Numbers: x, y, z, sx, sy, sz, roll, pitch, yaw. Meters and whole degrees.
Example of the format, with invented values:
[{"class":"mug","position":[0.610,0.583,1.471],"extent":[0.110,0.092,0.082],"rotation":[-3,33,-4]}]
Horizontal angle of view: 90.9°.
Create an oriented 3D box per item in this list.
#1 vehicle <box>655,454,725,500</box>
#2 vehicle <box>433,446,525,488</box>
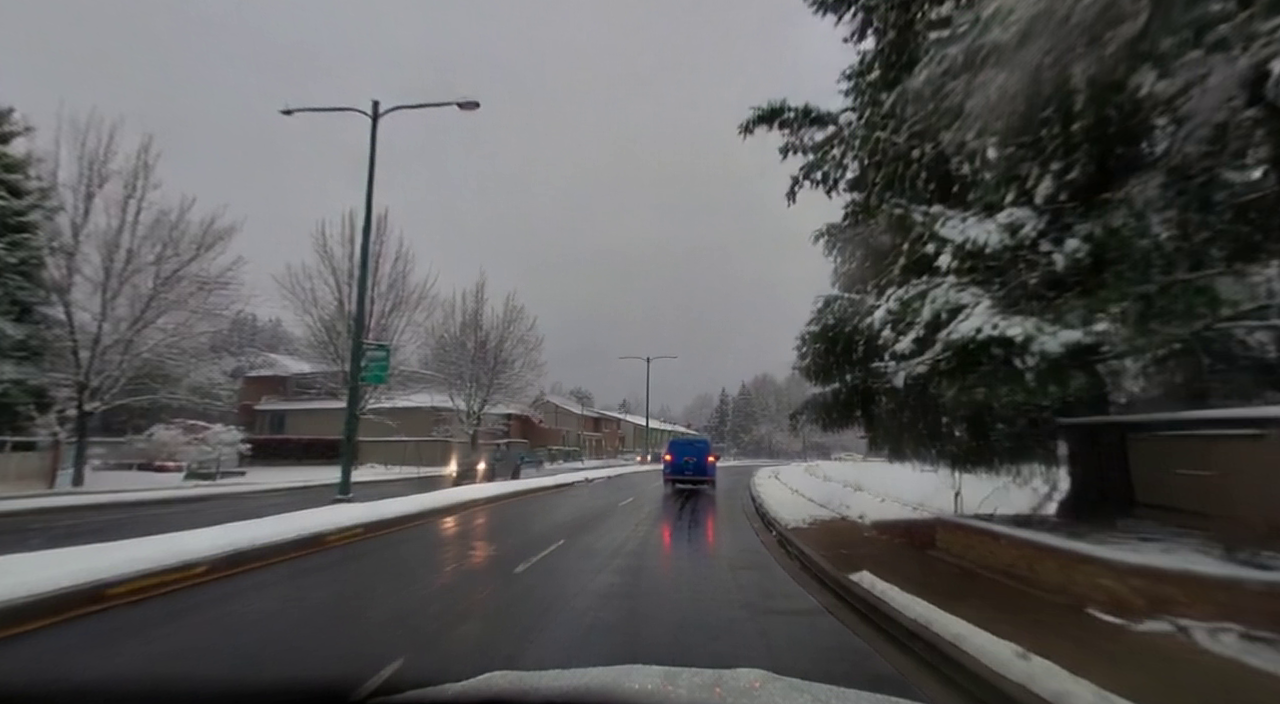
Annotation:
[{"class":"vehicle","position":[1.804,4.062,20.850],"extent":[1.972,1.250,5.282],"rotation":[0,-10,8]},{"class":"vehicle","position":[-6.291,4.559,25.170],"extent":[1.870,1.518,4.390],"rotation":[-1,-10,10]}]
